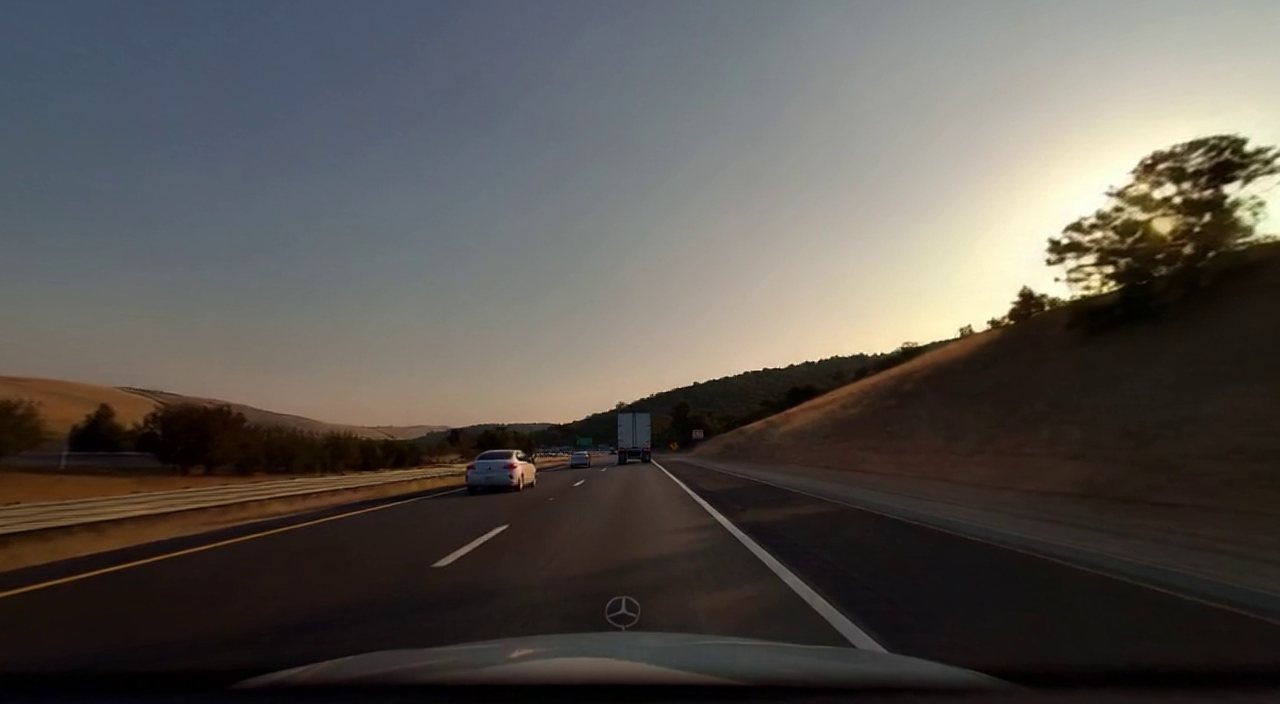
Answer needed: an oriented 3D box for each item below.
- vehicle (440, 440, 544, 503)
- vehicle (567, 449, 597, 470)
[{"bbox_3d":[-4.155,3.412,18.466,1.991,1.618,4.211,0,-9,0],"label":"vehicle"},{"bbox_3d":[-4.509,8.367,49.349,1.978,1.507,4.062,0,-9,0],"label":"vehicle"}]
